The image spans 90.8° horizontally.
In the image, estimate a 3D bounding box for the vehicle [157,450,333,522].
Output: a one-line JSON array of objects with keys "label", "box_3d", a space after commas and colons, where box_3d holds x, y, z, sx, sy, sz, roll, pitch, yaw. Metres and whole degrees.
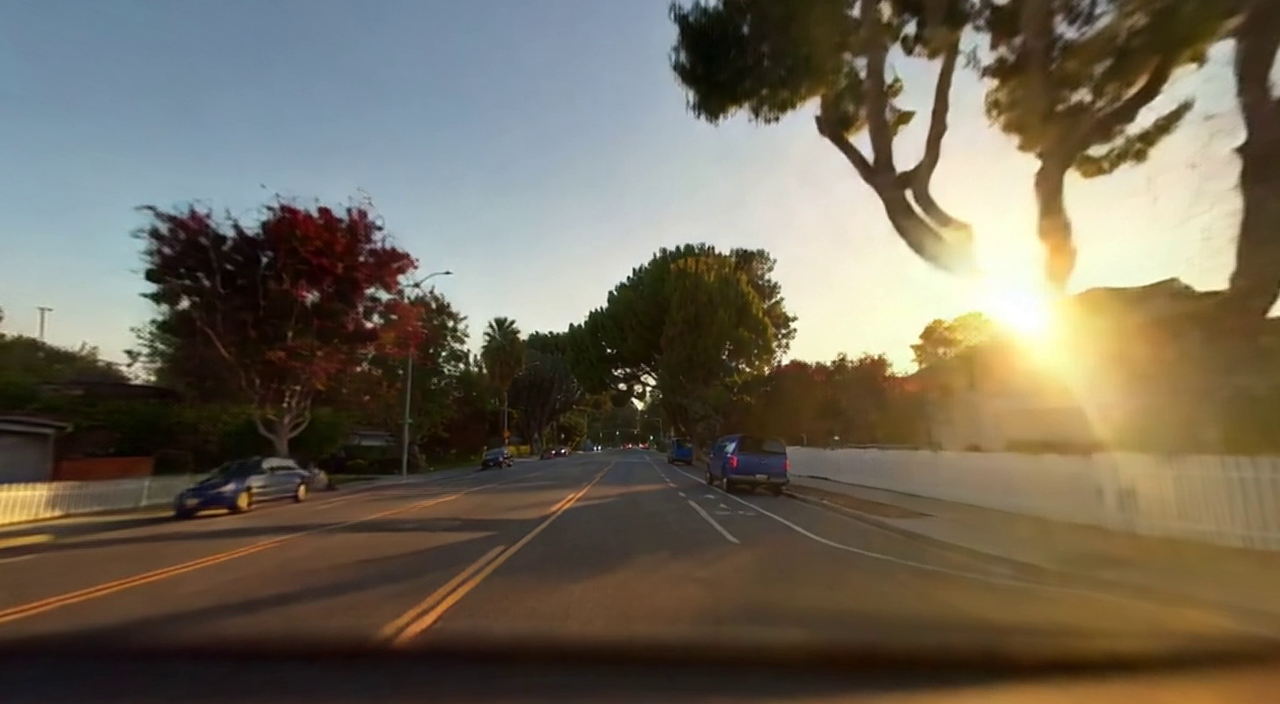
[{"label": "vehicle", "box_3d": [-10.807, 3.639, 17.827, 2.049, 1.527, 4.677, -3, -8, -1]}]

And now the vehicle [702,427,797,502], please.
[{"label": "vehicle", "box_3d": [3.762, 3.991, 22.942, 2.504, 2.114, 6.073, 5, -8, 3]}]
